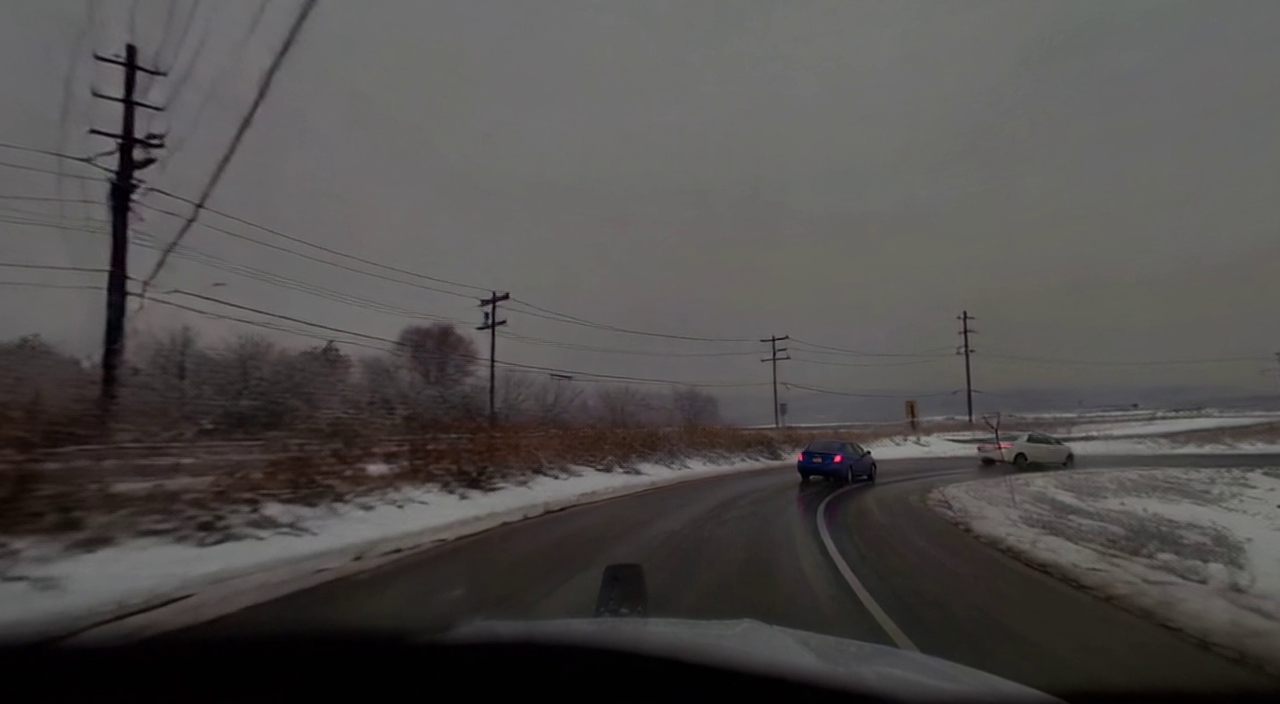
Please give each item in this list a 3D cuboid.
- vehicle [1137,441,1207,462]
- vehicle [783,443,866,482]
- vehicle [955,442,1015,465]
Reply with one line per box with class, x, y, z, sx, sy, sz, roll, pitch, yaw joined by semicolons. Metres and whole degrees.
vehicle;41.362;7.700;49.022;4.102;1.552;1.931;2;-9;-13
vehicle;7.572;4.408;25.598;2.026;1.407;4.374;-6;-10;32
vehicle;23.033;6.751;42.050;4.307;1.465;1.836;6;-11;-37
